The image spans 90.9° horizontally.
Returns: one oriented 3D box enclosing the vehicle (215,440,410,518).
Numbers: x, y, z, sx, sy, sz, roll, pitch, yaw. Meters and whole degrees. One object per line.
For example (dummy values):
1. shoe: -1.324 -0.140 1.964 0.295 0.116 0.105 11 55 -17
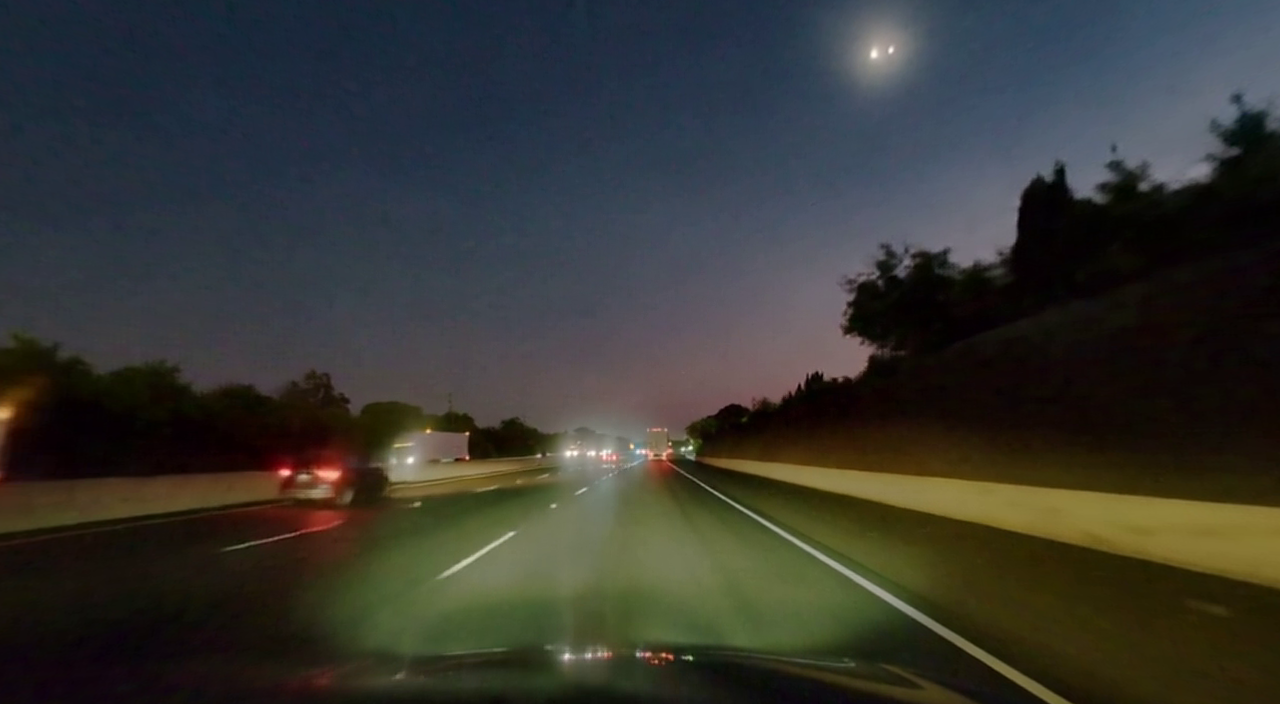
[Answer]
1. vehicle: -7.284 2.855 14.681 2.031 1.521 4.503 0 -9 1
